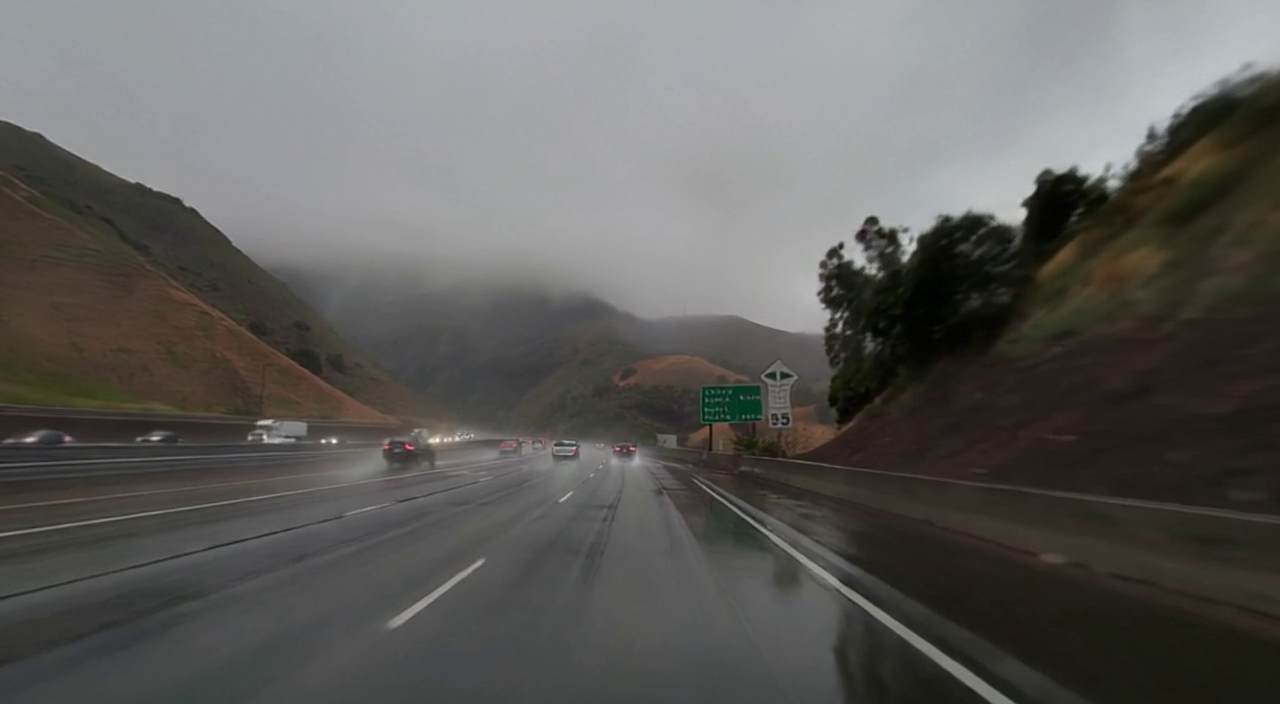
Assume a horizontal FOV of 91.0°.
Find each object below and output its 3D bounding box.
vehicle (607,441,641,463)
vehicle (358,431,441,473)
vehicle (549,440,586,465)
[{"bbox_3d":[-1.196,7.389,46.691,2.421,1.594,4.248,0,-8,-2],"label":"vehicle"},{"bbox_3d":[-11.970,5.013,31.731,2.219,1.923,4.985,0,-8,-1],"label":"vehicle"},{"bbox_3d":[-4.949,6.909,43.557,2.060,1.631,4.214,0,-8,-1],"label":"vehicle"}]
